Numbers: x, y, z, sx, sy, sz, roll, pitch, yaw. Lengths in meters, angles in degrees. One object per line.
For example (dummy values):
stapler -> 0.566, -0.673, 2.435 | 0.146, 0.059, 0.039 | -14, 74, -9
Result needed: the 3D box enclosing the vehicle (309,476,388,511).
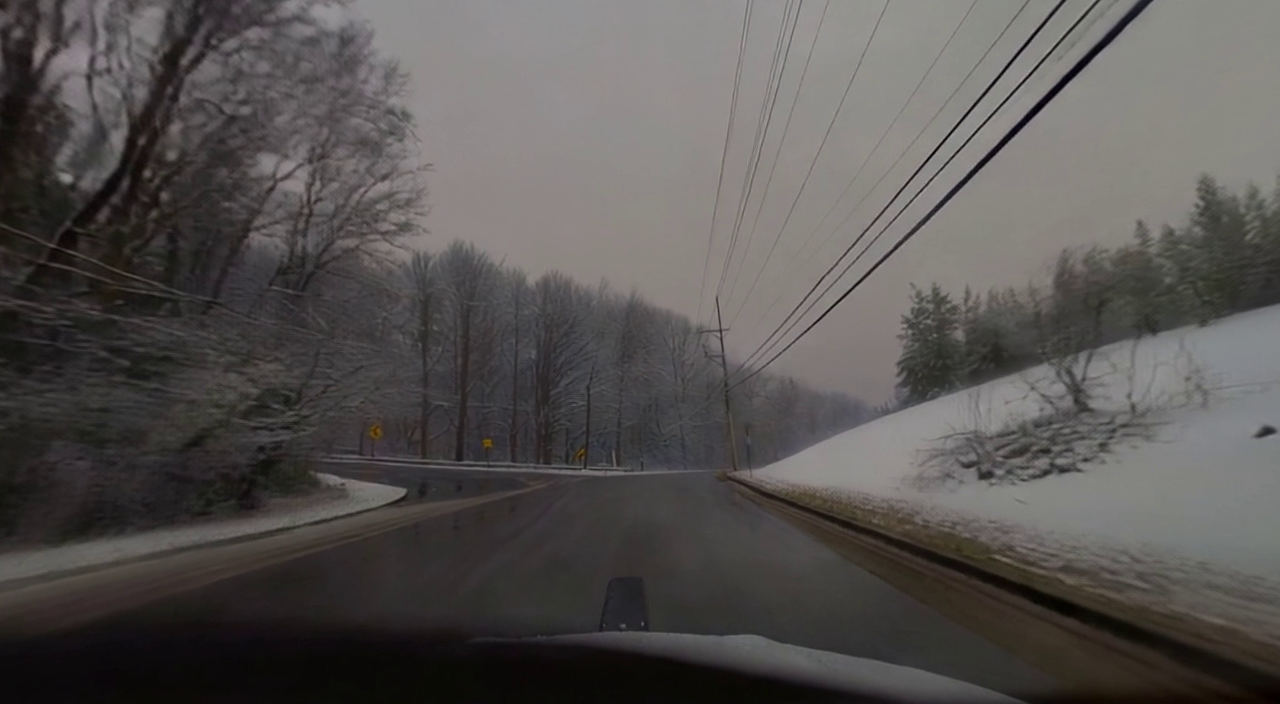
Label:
vehicle -> -16.322, 7.866, 35.279 | 4.043, 1.673, 1.970 | -5, -10, 30
